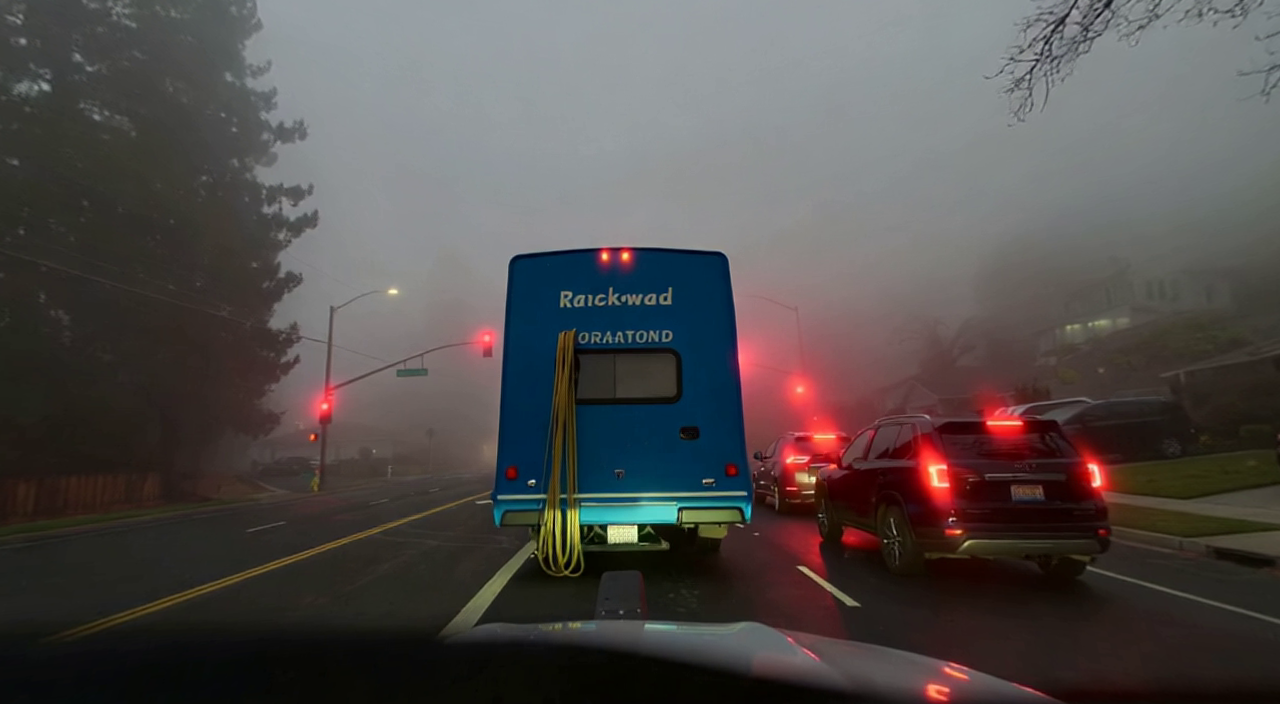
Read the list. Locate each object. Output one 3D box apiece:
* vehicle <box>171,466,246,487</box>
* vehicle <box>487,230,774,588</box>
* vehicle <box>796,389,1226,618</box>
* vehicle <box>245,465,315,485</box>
[{"bbox_3d":[-32.703,9.408,47.949,4.311,1.458,1.707,0,-9,-3],"label":"vehicle"},{"bbox_3d":[-0.091,1.097,10.280,2.709,3.511,8.213,0,-9,0],"label":"vehicle"},{"bbox_3d":[3.401,1.491,7.119,2.104,1.735,4.408,0,-9,0],"label":"vehicle"},{"bbox_3d":[-27.420,9.356,48.140,4.187,1.445,1.809,0,-9,0],"label":"vehicle"}]
